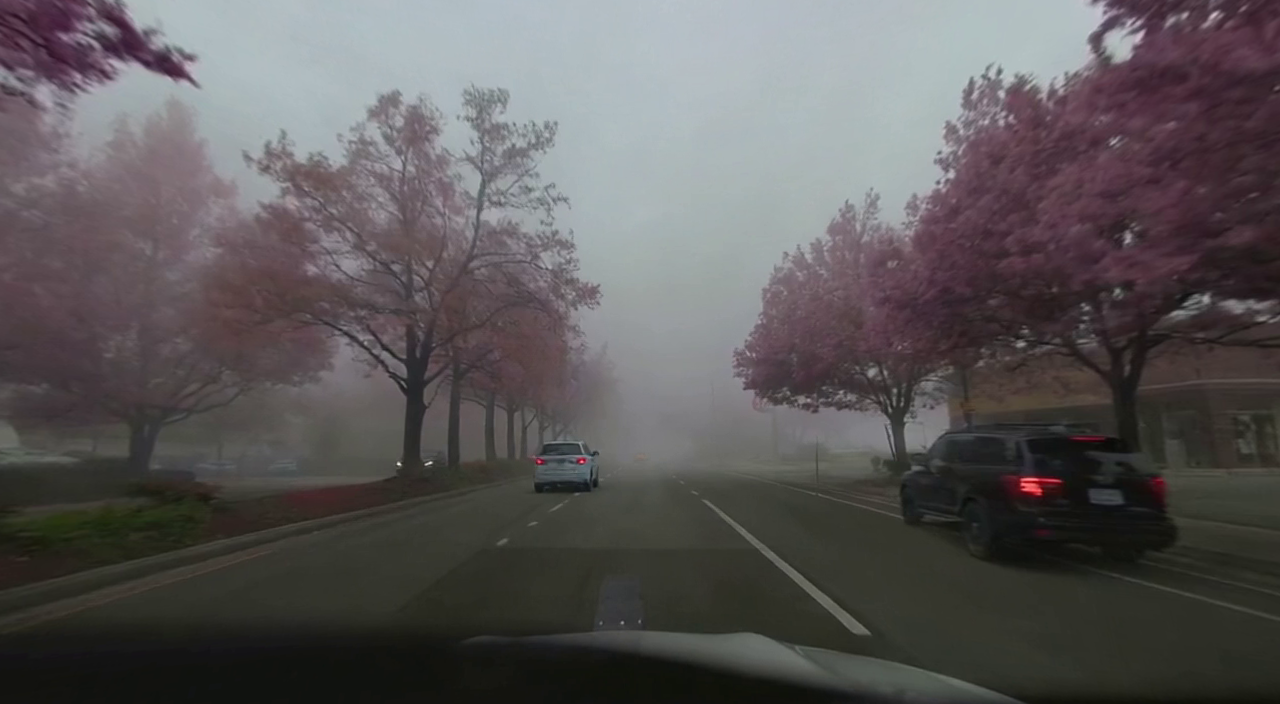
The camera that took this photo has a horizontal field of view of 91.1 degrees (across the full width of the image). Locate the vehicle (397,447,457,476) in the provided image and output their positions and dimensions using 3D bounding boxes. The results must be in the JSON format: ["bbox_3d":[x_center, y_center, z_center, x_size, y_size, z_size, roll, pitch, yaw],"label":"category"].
[{"bbox_3d":[-12.786,6.575,37.970,2.071,1.619,4.567,0,-8,-1],"label":"vehicle"}]

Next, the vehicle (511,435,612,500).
[{"bbox_3d":[-2.159,3.362,18.753,2.149,1.701,4.379,0,-8,4],"label":"vehicle"}]

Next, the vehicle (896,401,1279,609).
[{"bbox_3d":[5.151,1.713,8.175,2.363,1.781,5.156,-1,-8,11],"label":"vehicle"}]
